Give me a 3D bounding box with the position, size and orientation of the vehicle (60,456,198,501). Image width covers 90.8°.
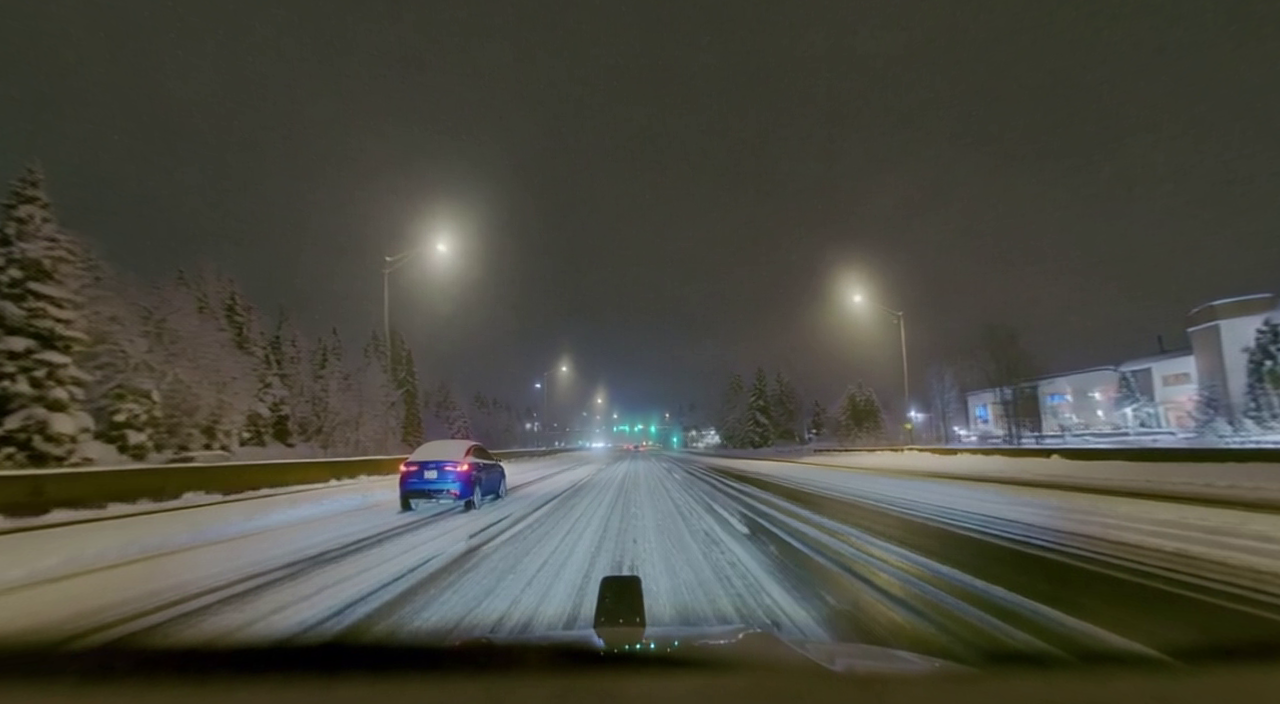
[{"bbox_3d":[-21.230,5.225,26.552,1.858,1.615,4.735,-1,-9,0],"label":"vehicle"}]

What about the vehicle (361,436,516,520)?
[{"bbox_3d":[-4.101,2.636,13.757,1.900,1.492,4.495,-1,-9,0],"label":"vehicle"}]
